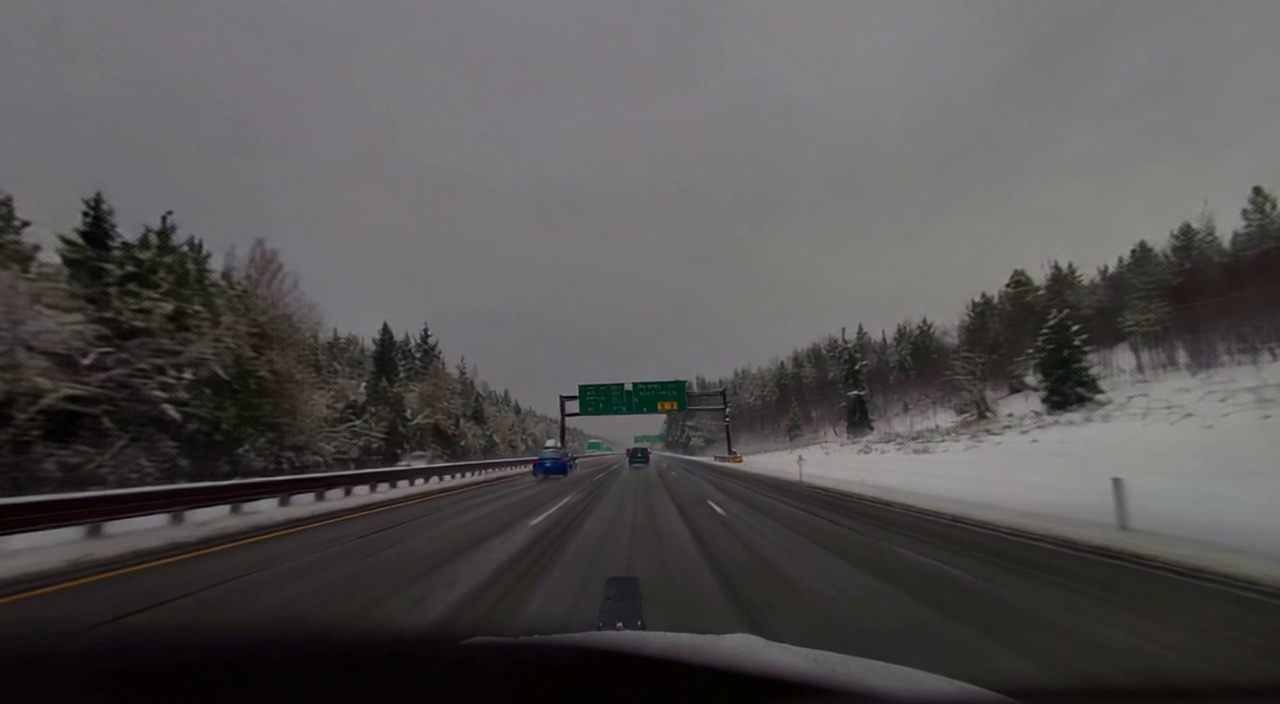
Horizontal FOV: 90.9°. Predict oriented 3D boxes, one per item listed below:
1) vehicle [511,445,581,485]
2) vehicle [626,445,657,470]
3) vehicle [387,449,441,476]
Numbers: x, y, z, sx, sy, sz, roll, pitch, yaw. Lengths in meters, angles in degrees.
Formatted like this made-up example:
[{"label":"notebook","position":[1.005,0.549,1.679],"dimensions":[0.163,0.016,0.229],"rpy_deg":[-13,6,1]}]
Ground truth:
[{"label":"vehicle","position":[-3.738,4.602,25.942],"dimensions":[2.157,1.483,4.601],"rpy_deg":[0,-9,1]},{"label":"vehicle","position":[0.090,7.006,42.047],"dimensions":[2.011,1.590,3.607],"rpy_deg":[0,-9,0]},{"label":"vehicle","position":[-13.486,6.596,37.794],"dimensions":[1.765,1.493,4.007],"rpy_deg":[0,-9,-1]}]
